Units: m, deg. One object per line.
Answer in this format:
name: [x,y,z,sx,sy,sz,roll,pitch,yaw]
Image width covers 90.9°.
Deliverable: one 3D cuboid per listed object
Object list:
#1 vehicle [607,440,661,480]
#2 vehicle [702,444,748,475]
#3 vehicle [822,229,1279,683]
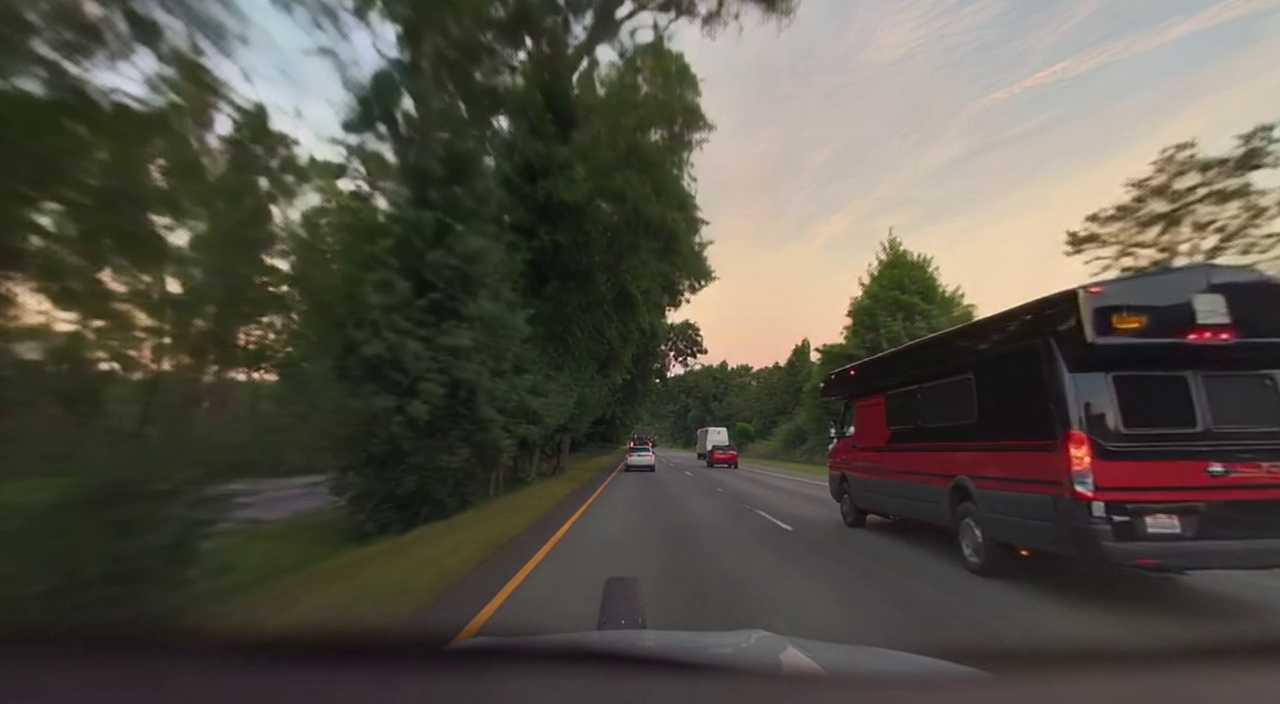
vehicle: [-0.260,4.614,27.057,2.120,1.575,4.018,0,-9,0]
vehicle: [4.224,5.390,31.702,1.757,1.459,3.398,0,-9,-1]
vehicle: [4.589,1.131,7.461,2.745,2.832,7.035,1,-9,0]
